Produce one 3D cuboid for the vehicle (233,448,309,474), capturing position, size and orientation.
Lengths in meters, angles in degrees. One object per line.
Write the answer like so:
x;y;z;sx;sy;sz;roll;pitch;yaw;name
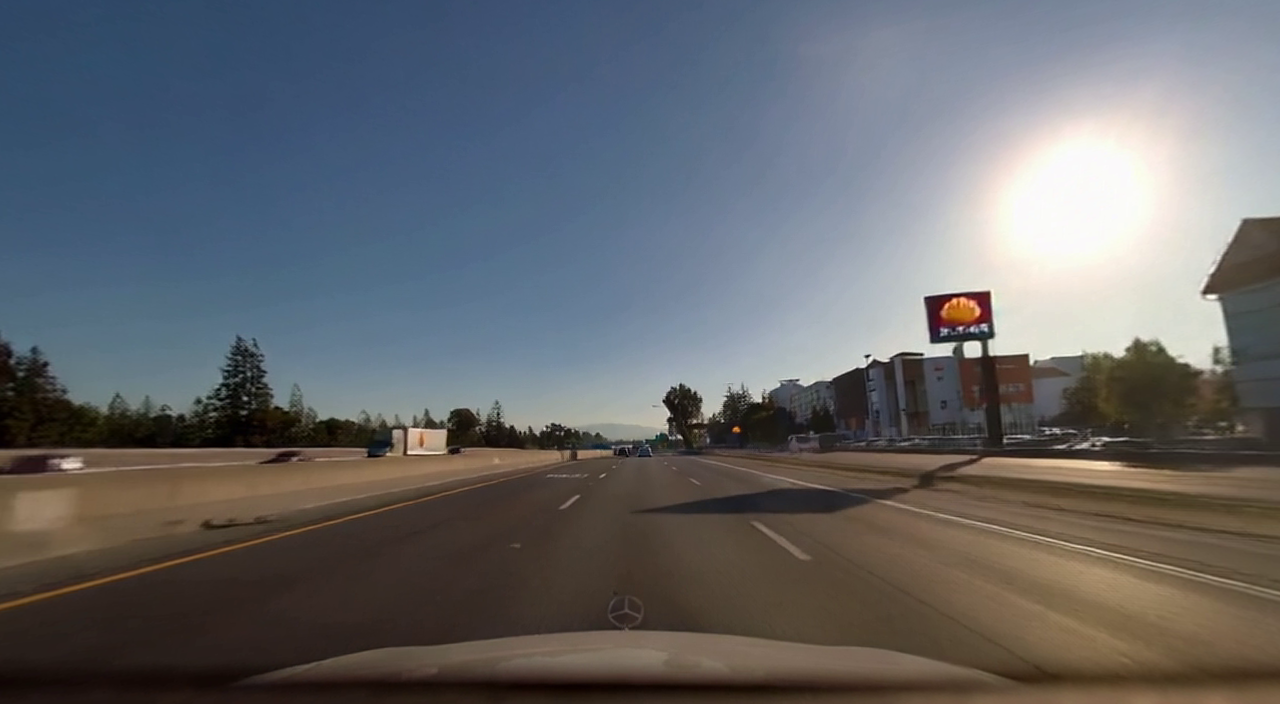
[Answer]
-23.345;6.900;40.145;1.938;1.476;4.718;0;-8;1;vehicle
